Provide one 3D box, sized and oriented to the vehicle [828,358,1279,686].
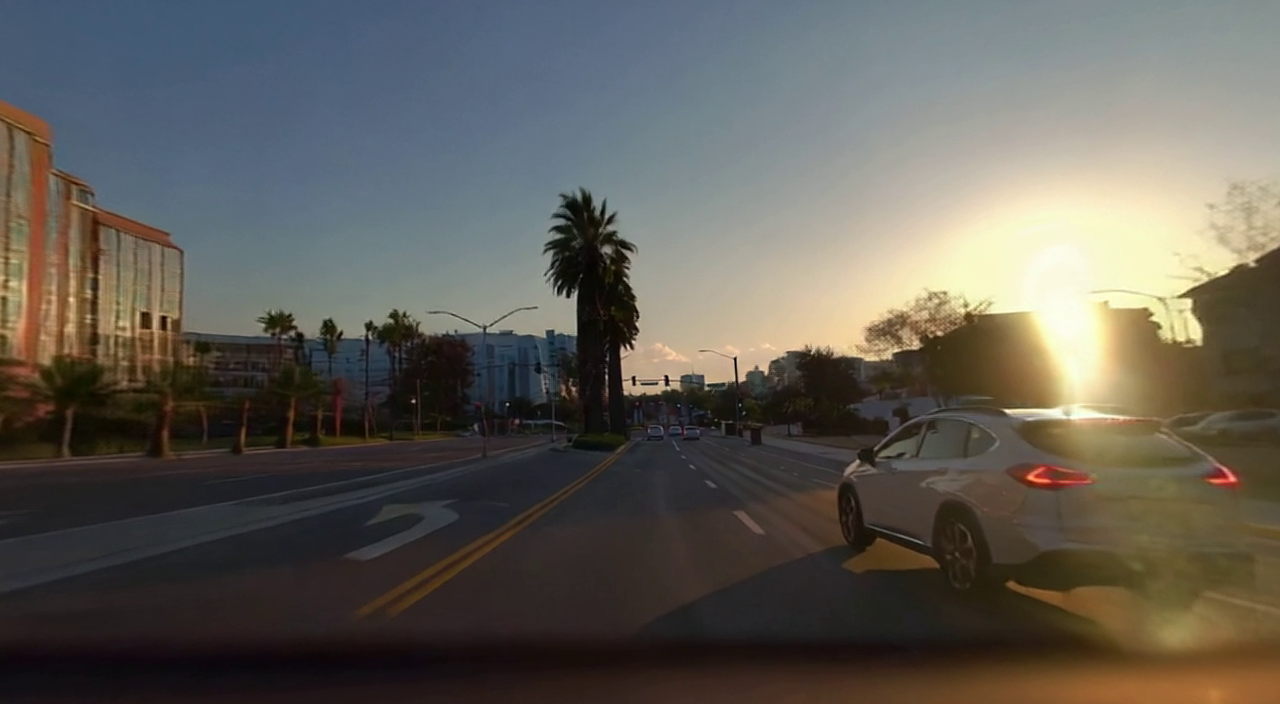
[{"bbox_3d":[3.621,1.280,5.906,2.219,1.795,4.718,0,-9,0],"label":"vehicle"}]
